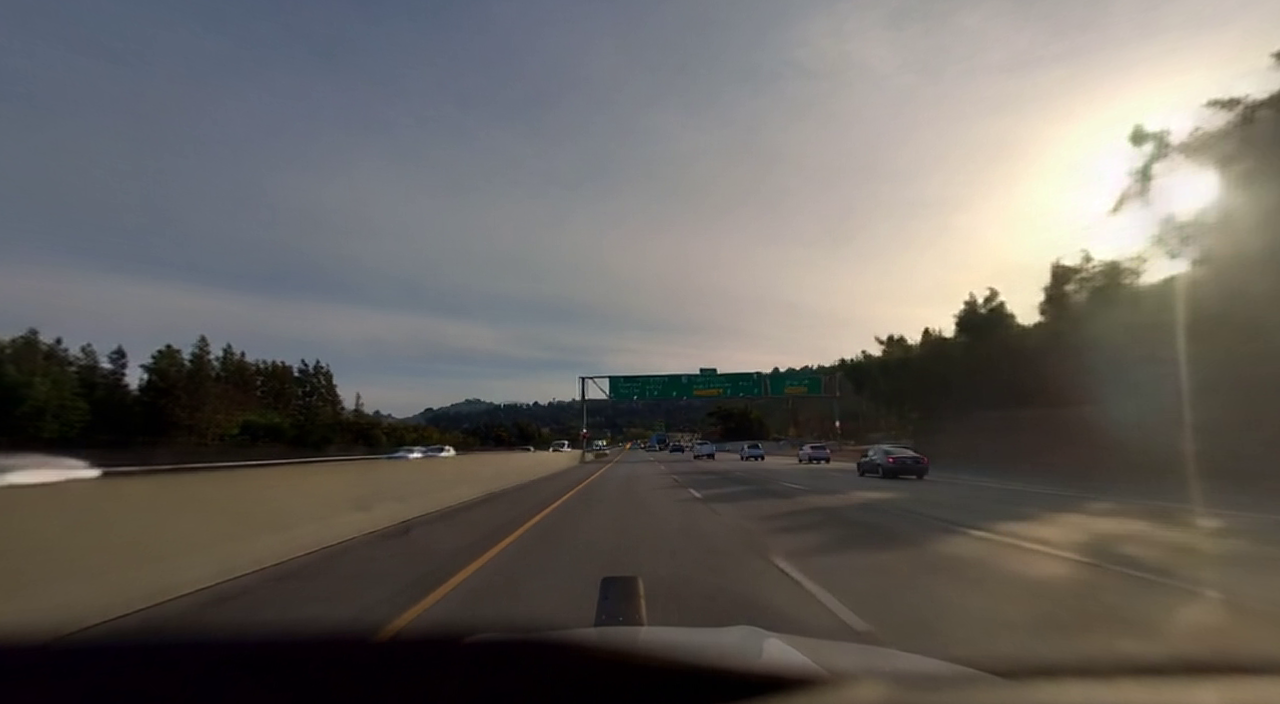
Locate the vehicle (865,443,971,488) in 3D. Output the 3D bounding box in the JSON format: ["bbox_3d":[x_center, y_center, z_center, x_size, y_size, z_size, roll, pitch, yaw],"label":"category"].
[{"bbox_3d":[9.774,3.992,22.596,1.836,1.418,4.132,0,-9,-1],"label":"vehicle"}]

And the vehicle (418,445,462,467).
[{"bbox_3d":[-15.362,7.947,48.675,1.918,1.569,4.146,0,-8,2],"label":"vehicle"}]
